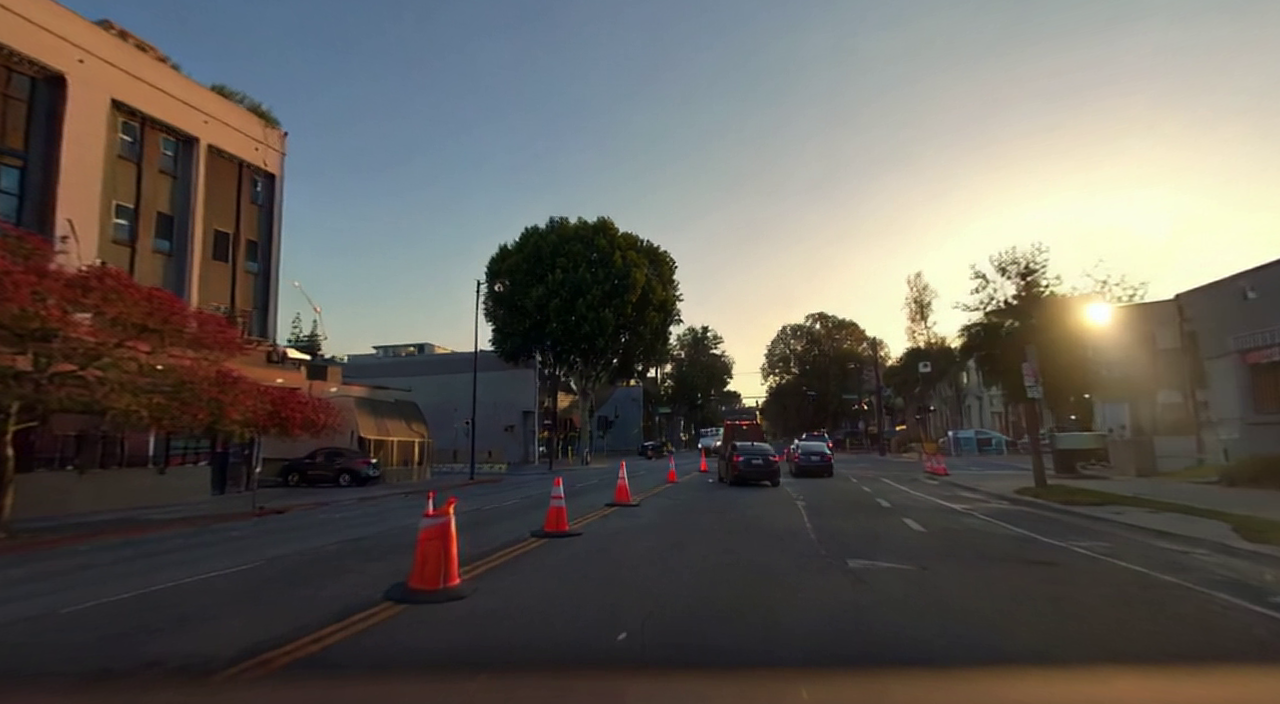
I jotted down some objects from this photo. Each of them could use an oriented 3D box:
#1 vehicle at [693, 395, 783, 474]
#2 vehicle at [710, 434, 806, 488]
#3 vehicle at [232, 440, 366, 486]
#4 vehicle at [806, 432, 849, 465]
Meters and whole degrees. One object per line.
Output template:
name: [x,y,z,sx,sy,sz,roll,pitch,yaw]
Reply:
vehicle: [5.475,4.374,32.757,2.977,3.271,12.748,-2,-9,16]
vehicle: [3.587,3.419,20.057,2.159,1.506,4.086,1,-8,-2]
vehicle: [-13.588,4.415,25.297,4.397,1.698,1.932,-2,-9,12]
vehicle: [11.997,6.151,40.254,2.110,1.942,4.376,-3,-9,22]
